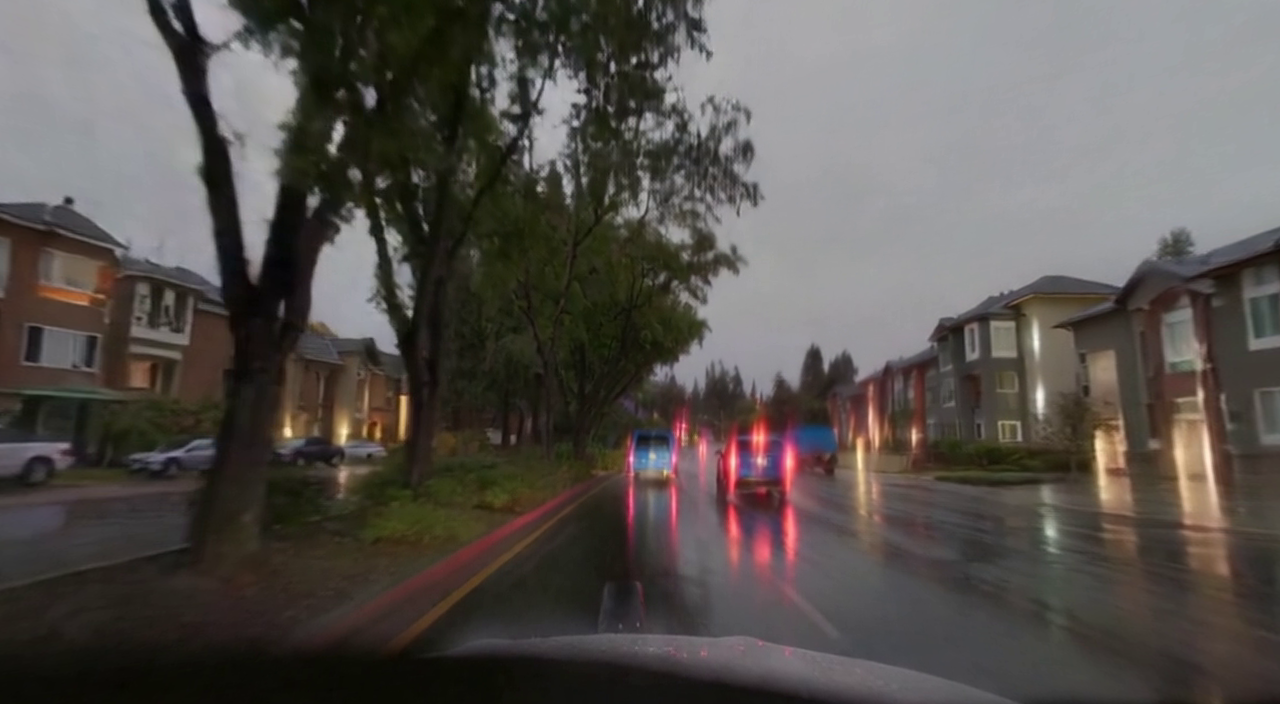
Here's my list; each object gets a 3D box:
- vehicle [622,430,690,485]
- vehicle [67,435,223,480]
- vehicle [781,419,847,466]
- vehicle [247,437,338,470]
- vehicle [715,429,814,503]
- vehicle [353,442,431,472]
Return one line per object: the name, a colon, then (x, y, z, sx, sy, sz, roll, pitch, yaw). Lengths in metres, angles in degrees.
vehicle: (0.649, 4.061, 24.558, 2.345, 1.841, 5.032, 1, -9, 2)
vehicle: (-18.742, 4.061, 24.296, 1.961, 1.556, 4.791, -1, -10, 2)
vehicle: (12.999, 6.896, 47.793, 3.705, 3.221, 6.779, 0, -9, 6)
vehicle: (-18.254, 5.398, 33.474, 2.010, 1.609, 4.549, 0, -10, 3)
vehicle: (3.398, 3.206, 18.168, 2.033, 1.823, 4.409, 1, -9, 1)
vehicle: (-12.981, 5.539, 33.491, 1.884, 1.454, 4.858, 0, -9, 4)
